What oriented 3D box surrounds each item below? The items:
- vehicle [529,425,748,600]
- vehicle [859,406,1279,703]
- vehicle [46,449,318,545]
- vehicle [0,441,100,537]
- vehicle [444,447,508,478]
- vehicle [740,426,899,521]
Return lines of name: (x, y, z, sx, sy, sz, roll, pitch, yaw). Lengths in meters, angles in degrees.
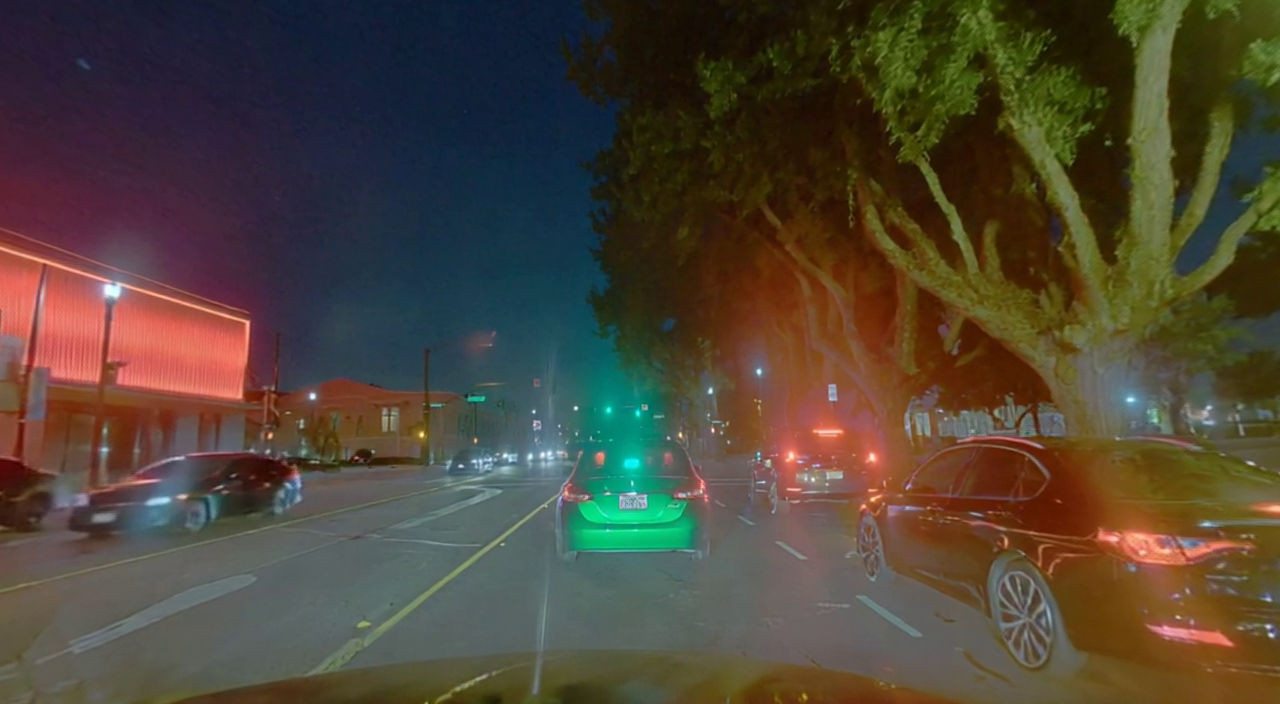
vehicle: (-0.022, 1.655, 7.297, 1.887, 1.487, 3.535, 0, -9, 0)
vehicle: (3.302, 1.257, 4.487, 1.988, 1.480, 4.195, 0, -9, 0)
vehicle: (-8.113, 2.554, 11.853, 1.850, 1.417, 4.321, 0, -9, 0)
vehicle: (-13.041, 2.589, 11.842, 2.072, 1.773, 4.329, 0, -9, -2)
vehicle: (-8.351, 5.633, 32.568, 2.169, 1.477, 4.168, 0, -9, 0)
vehicle: (3.535, 2.483, 13.427, 2.025, 1.660, 4.263, 0, -9, -1)
